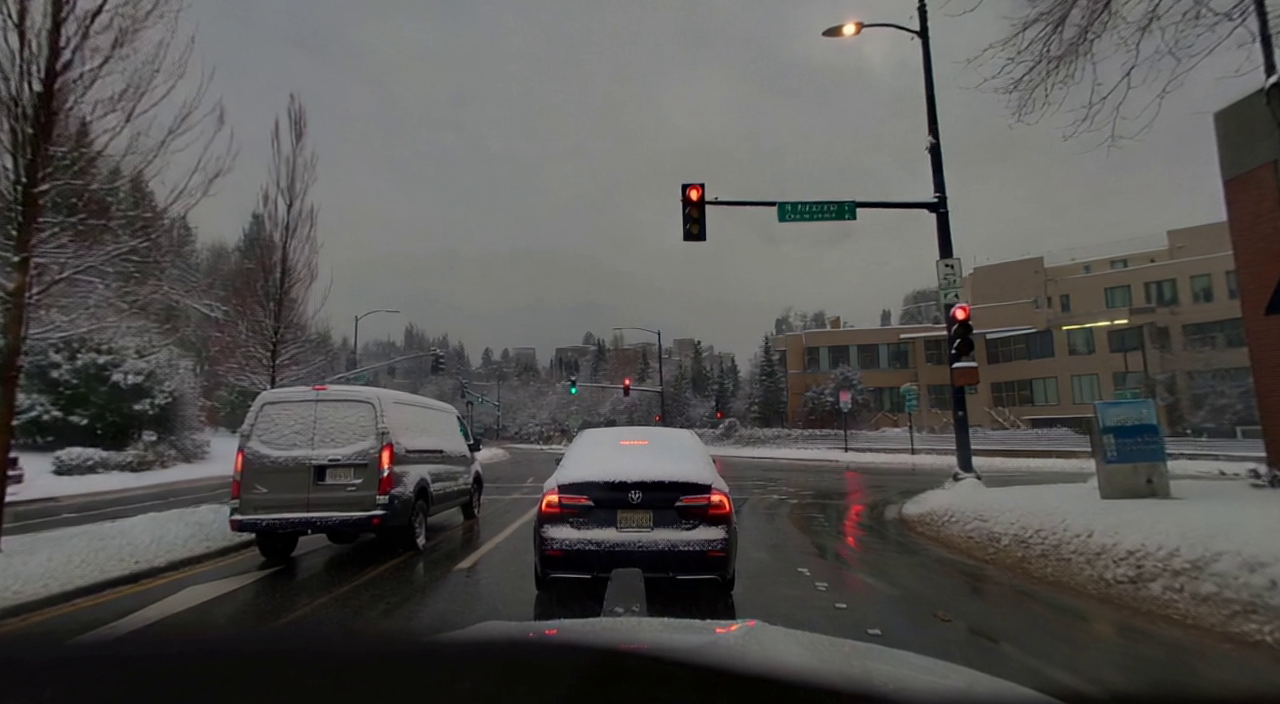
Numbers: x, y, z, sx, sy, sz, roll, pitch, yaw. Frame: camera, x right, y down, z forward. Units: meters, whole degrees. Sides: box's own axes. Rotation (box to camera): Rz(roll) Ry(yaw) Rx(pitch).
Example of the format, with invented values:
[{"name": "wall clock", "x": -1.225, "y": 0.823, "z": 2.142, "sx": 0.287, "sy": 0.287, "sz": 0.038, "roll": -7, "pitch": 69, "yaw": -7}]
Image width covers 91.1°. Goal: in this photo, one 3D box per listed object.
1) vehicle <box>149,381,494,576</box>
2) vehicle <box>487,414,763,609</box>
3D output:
[{"name": "vehicle", "x": -3.583, "y": 1.524, "z": 8.522, "sx": 2.076, "sy": 1.820, "sz": 5.100, "roll": 0, "pitch": -8, "yaw": -1}, {"name": "vehicle", "x": -0.116, "y": 1.466, "z": 6.762, "sx": 2.064, "sy": 1.452, "sz": 3.942, "roll": 0, "pitch": -8, "yaw": 0}]
